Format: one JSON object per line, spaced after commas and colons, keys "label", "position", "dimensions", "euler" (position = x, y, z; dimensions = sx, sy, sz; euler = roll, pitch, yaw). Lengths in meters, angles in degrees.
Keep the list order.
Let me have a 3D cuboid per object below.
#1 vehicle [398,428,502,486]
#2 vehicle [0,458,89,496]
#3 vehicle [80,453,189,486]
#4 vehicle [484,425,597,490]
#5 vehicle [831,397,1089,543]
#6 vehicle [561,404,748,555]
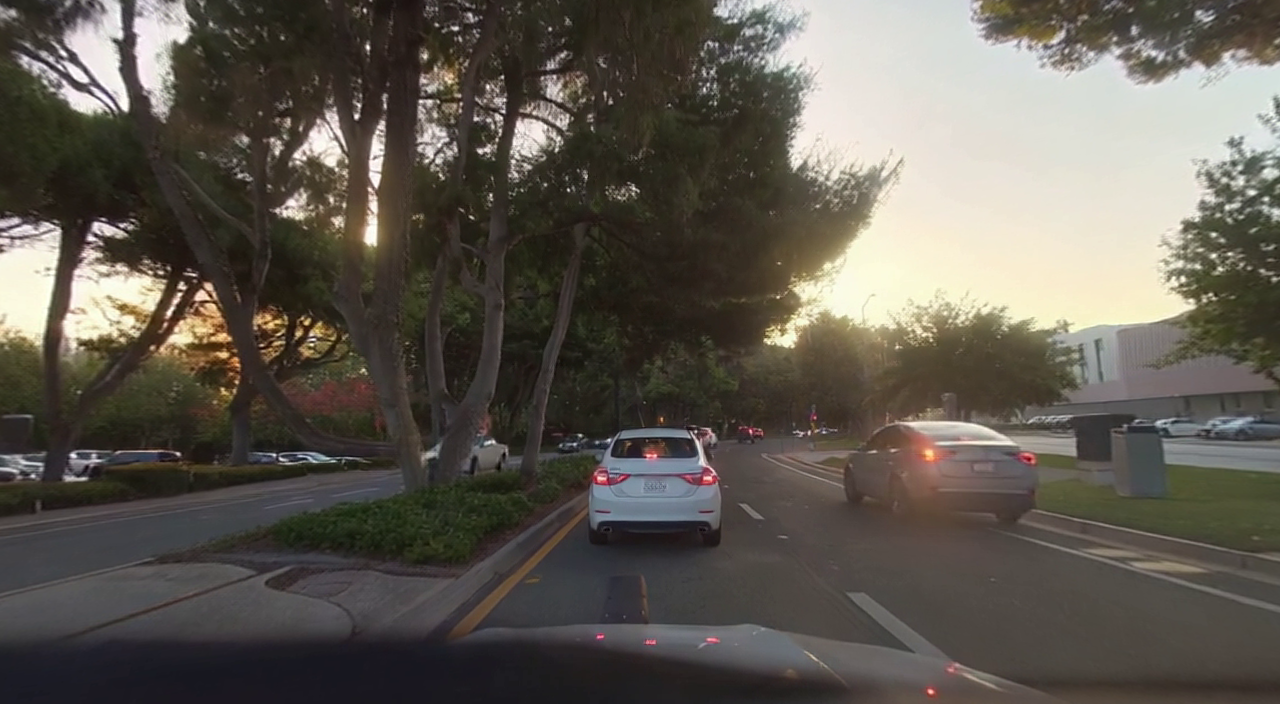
{"label": "vehicle", "position": [-6.637, 3.734, 22.672], "dimensions": [2.051, 1.843, 4.469], "euler": [-1, -8, 4]}
{"label": "vehicle", "position": [-27.315, 5.613, 28.077], "dimensions": [4.272, 1.438, 1.801], "euler": [-5, -9, 8]}
{"label": "vehicle", "position": [-26.751, 6.189, 33.454], "dimensions": [4.256, 1.633, 1.940], "euler": [-1, -8, 7]}
{"label": "vehicle", "position": [-2.948, 3.282, 19.971], "dimensions": [2.057, 1.786, 4.725], "euler": [-2, -8, 11]}
{"label": "vehicle", "position": [4.946, 1.892, 10.739], "dimensions": [2.059, 1.864, 4.700], "euler": [1, -8, 2]}
{"label": "vehicle", "position": [0.204, 1.770, 9.403], "dimensions": [2.154, 1.710, 4.128], "euler": [-1, -8, 1]}
